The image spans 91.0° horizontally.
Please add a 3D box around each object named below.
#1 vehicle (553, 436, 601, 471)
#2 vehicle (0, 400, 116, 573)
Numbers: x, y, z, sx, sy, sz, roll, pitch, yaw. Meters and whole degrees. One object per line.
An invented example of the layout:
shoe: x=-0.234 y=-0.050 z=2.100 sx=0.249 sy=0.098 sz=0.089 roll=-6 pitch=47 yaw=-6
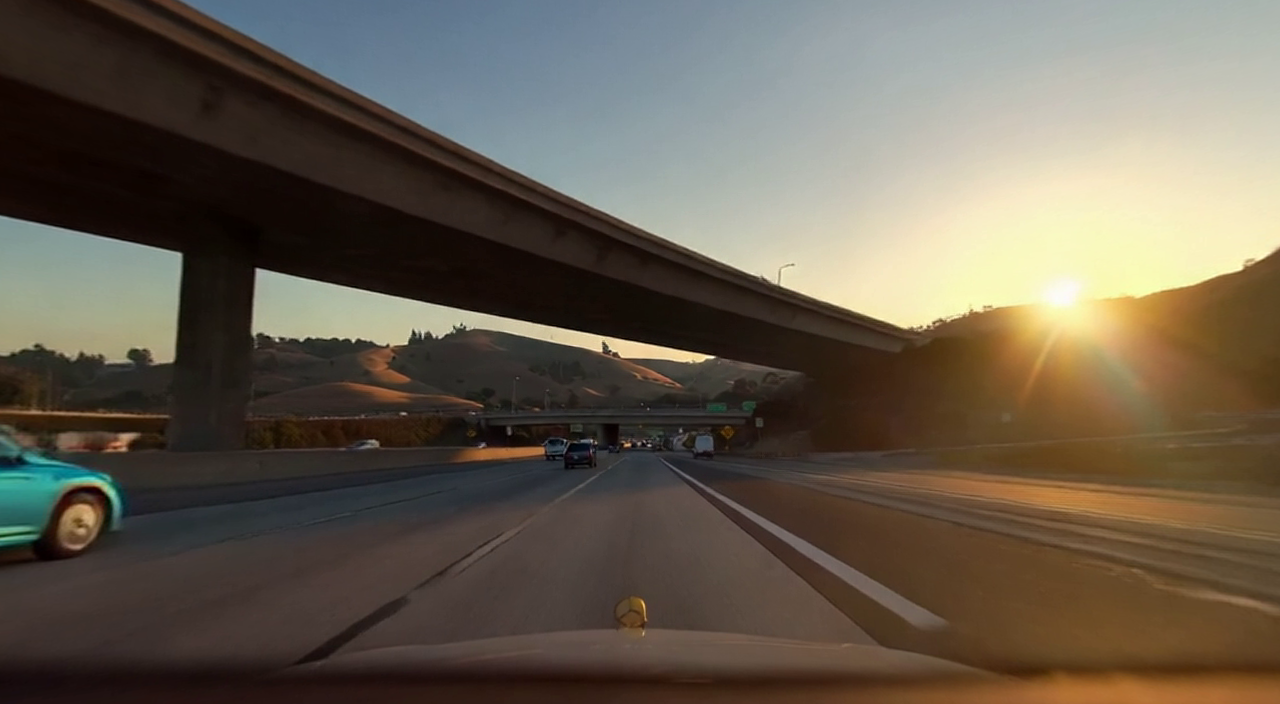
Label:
vehicle: x=-3.547 y=5.822 z=36.196 sx=2.144 sy=1.847 sz=4.850 roll=0 pitch=-9 yaw=1
vehicle: x=-7.458 y=1.181 z=5.254 sx=2.092 sy=1.712 sz=4.627 roll=0 pitch=-9 yaw=1
